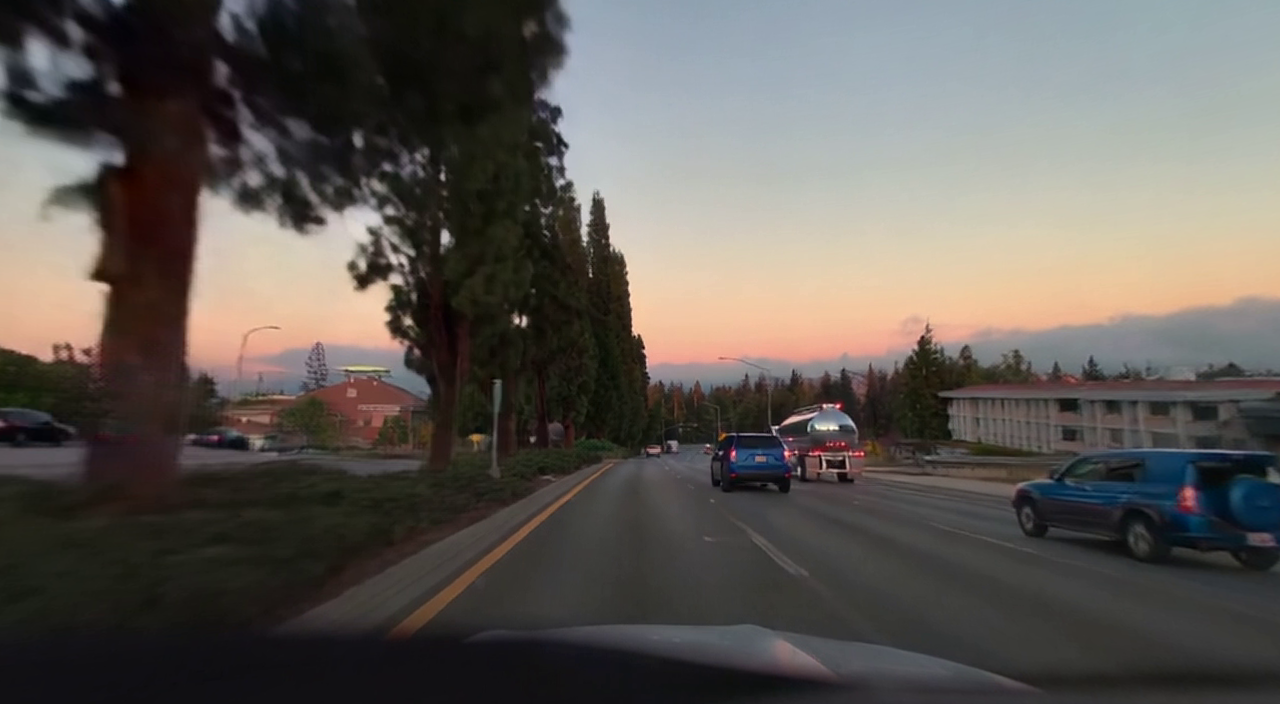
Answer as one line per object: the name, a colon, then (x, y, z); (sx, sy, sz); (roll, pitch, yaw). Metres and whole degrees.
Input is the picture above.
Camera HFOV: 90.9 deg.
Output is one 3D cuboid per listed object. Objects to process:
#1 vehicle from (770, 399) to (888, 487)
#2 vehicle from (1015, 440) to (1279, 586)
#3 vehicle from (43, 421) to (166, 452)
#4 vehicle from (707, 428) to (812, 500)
vehicle: (7.640, 3.838, 26.525); (2.849, 3.207, 6.275); (0, -8, -1)
vehicle: (7.464, 1.964, 8.636); (1.966, 1.476, 4.270); (0, -8, -1)
vehicle: (-28.605, 4.533, 33.779); (4.723, 1.592, 1.994); (0, -8, 1)
vehicle: (3.156, 3.088, 17.727); (2.045, 1.729, 4.532); (0, -8, 0)
